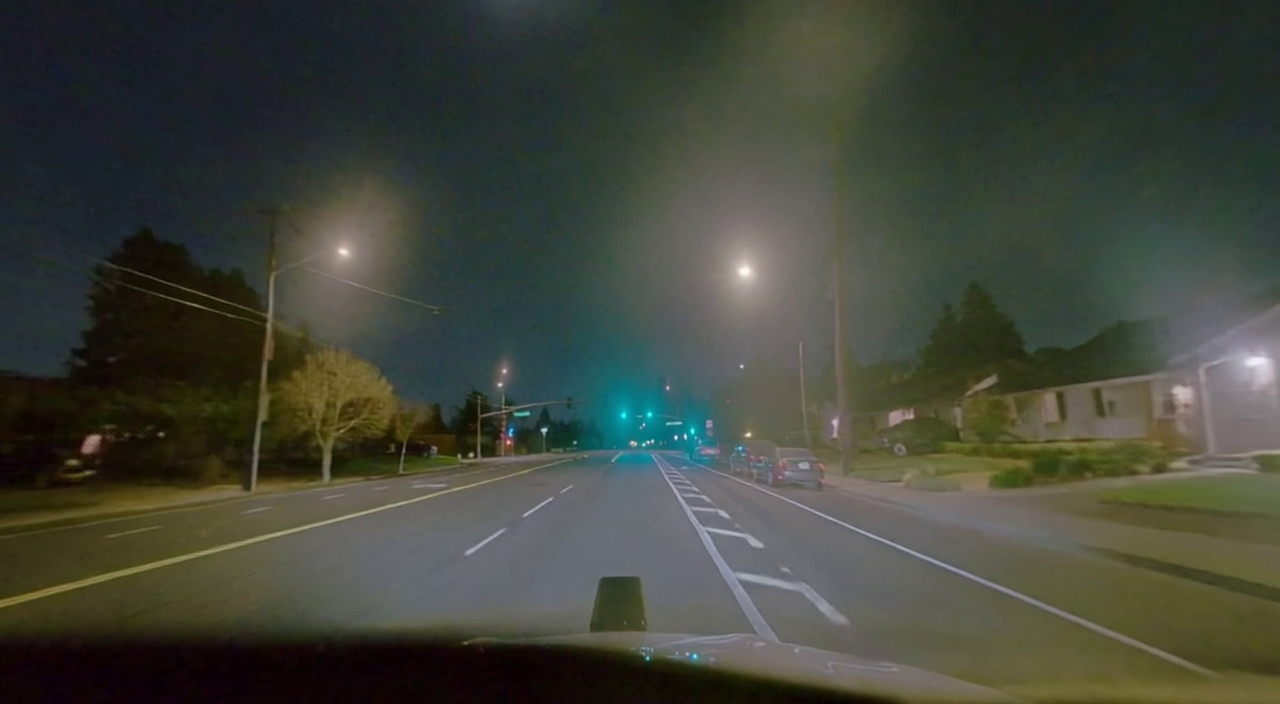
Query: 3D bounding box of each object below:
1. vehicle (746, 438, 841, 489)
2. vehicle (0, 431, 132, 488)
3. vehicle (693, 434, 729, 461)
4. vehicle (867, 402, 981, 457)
[{"bbox_3d":[4.732,3.492,20.136,1.881,1.435,4.525,0,-8,0],"label":"vehicle"},{"bbox_3d":[-21.015,3.664,21.757,4.759,1.824,2.442,0,-8,0],"label":"vehicle"},{"bbox_3d":[5.131,7.004,46.148,2.170,1.869,4.594,0,-8,2],"label":"vehicle"},{"bbox_3d":[13.515,3.743,30.199,4.284,1.725,1.981,-12,-9,-1],"label":"vehicle"}]
